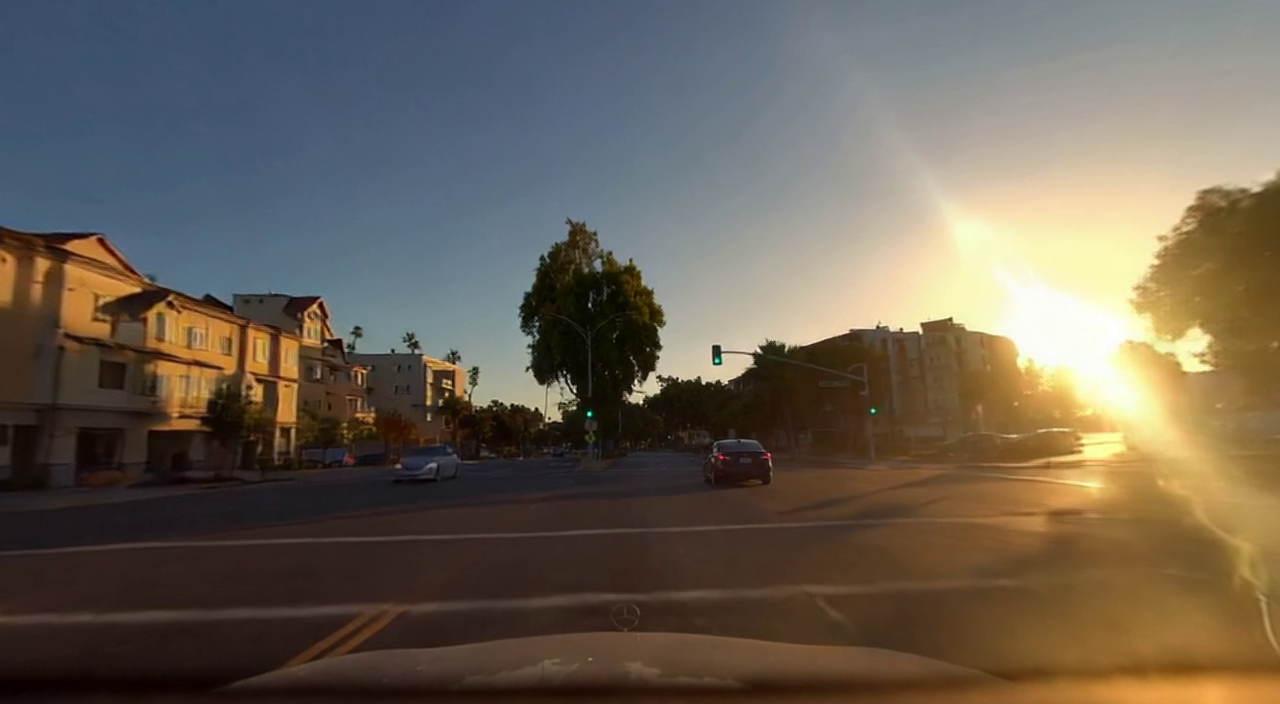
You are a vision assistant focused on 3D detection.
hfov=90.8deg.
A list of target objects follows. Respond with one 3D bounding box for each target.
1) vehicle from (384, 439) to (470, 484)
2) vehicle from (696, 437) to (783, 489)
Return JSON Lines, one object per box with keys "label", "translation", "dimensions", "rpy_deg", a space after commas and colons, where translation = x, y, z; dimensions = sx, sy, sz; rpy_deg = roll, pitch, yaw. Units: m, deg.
{"label": "vehicle", "translation": [-8.784, 4.522, 26.488], "dimensions": [2.010, 1.718, 4.443], "rpy_deg": [0, -8, 0]}
{"label": "vehicle", "translation": [3.014, 3.477, 20.172], "dimensions": [1.964, 1.448, 4.295], "rpy_deg": [0, -8, -2]}
